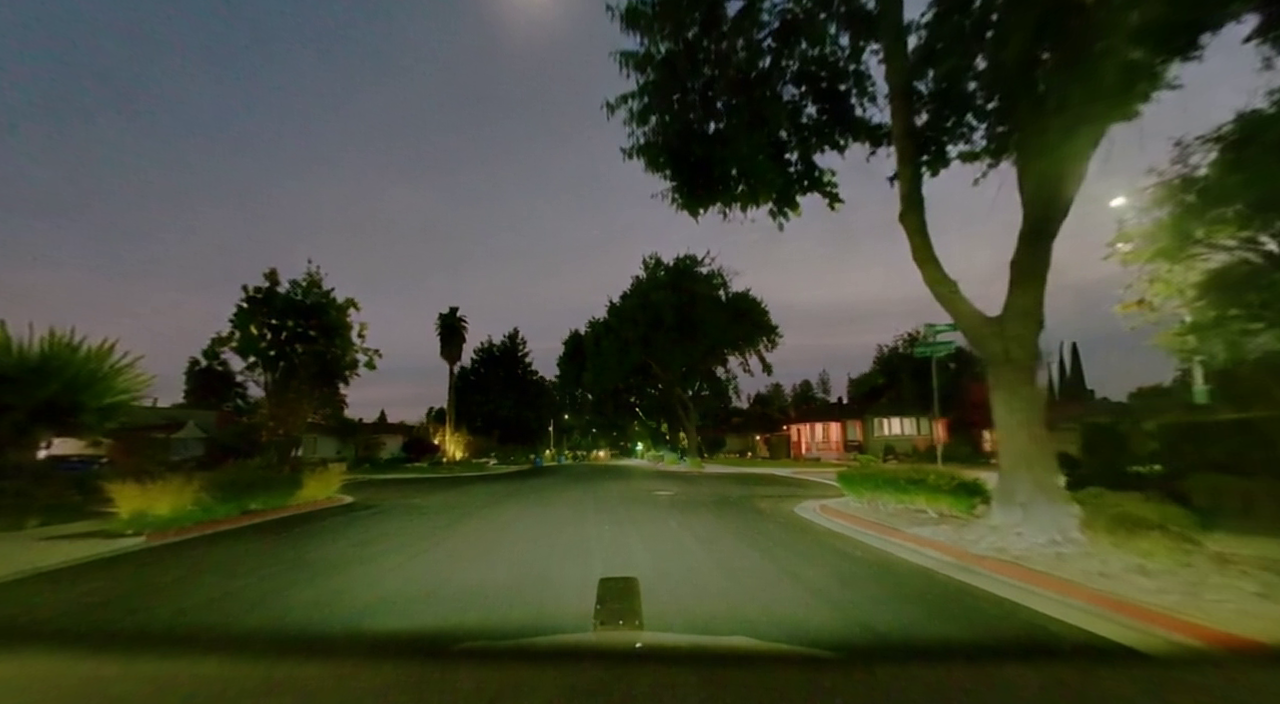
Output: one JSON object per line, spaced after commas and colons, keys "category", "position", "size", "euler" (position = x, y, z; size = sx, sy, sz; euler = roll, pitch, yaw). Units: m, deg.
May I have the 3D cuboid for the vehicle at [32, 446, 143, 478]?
{"category": "vehicle", "position": [-30.216, 6.049, 34.677], "size": [4.023, 1.692, 2.024], "euler": [0, -10, -2]}
